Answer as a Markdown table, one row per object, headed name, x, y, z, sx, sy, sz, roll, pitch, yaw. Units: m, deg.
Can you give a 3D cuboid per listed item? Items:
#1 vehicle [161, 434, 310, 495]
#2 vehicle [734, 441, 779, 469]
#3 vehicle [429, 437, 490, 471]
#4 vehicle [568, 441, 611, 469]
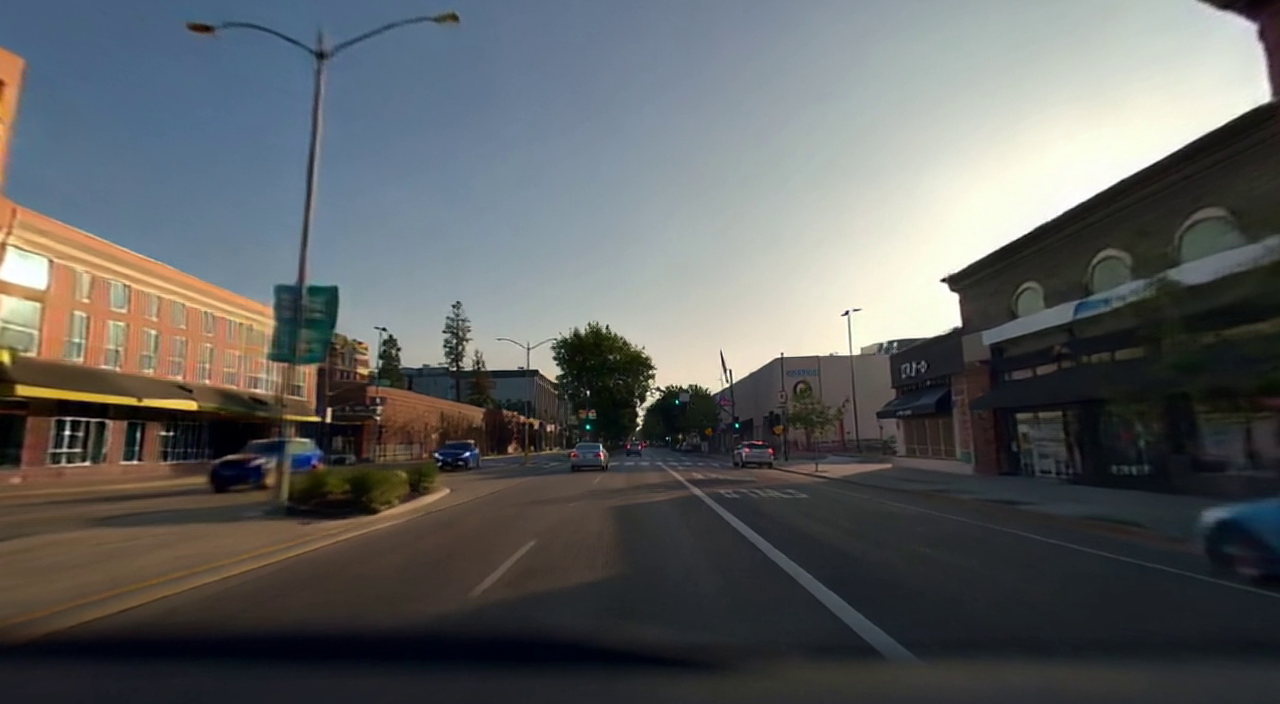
| name | x | y | z | sx | sy | sz | roll | pitch | yaw |
| --- | --- | --- | --- | --- | --- | --- | --- | --- | --- |
| vehicle | -13.532 | 3.763 | 21.523 | 1.922 | 1.825 | 4.777 | 0 | -9 | 0 |
| vehicle | 7.282 | 6.464 | 39.673 | 1.950 | 1.686 | 4.509 | 0 | -9 | 0 |
| vehicle | -10.350 | 5.893 | 36.410 | 2.155 | 1.830 | 4.564 | 0 | -9 | 0 |
| vehicle | -2.822 | 5.918 | 36.311 | 2.078 | 1.471 | 4.217 | 0 | -9 | 0 |
